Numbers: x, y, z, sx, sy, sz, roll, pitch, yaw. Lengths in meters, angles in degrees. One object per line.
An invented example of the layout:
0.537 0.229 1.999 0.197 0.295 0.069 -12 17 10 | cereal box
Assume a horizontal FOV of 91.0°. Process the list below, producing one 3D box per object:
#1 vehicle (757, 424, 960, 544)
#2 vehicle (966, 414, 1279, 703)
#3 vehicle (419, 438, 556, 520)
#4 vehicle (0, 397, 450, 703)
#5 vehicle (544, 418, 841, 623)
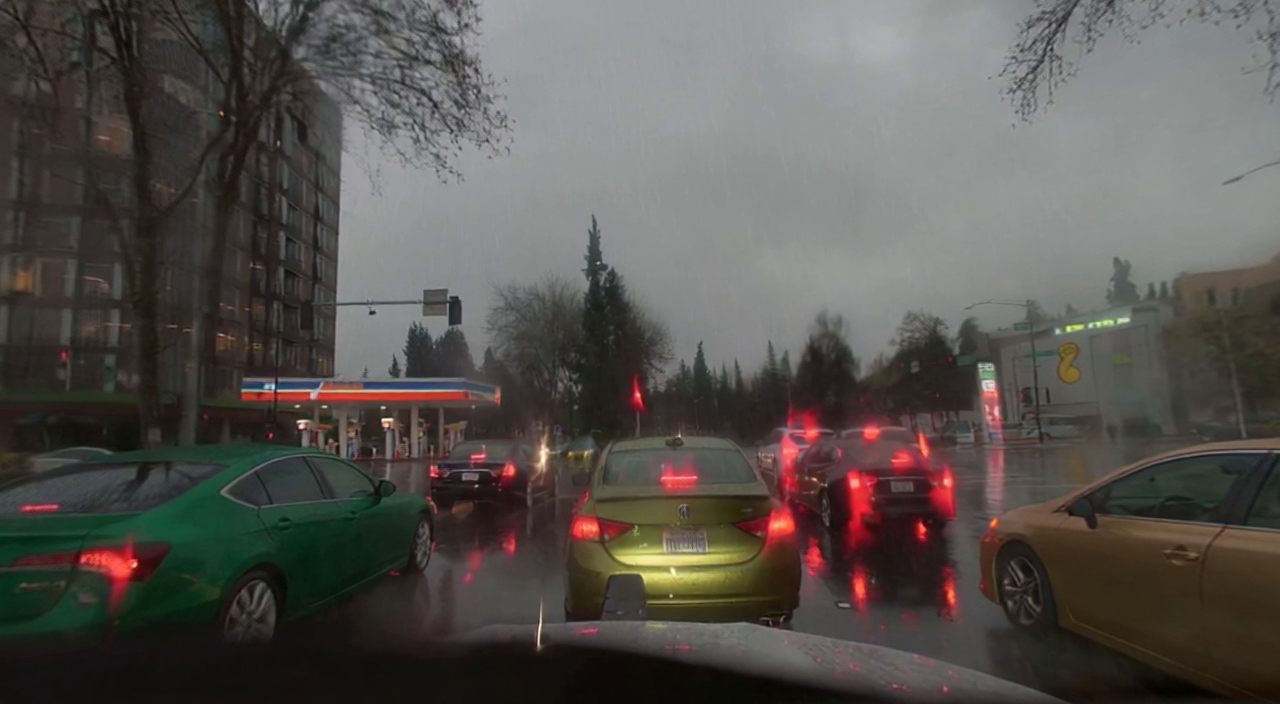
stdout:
3.386 2.124 10.755 1.947 1.630 4.127 0 -9 0 | vehicle
4.170 1.126 3.579 1.950 1.497 4.686 0 -9 -3 | vehicle
-3.075 2.640 13.676 1.867 1.474 4.237 0 -9 0 | vehicle
-3.017 1.248 4.597 1.887 1.493 4.255 0 -9 0 | vehicle
0.327 1.582 6.932 2.220 1.507 4.317 0 -9 -2 | vehicle
